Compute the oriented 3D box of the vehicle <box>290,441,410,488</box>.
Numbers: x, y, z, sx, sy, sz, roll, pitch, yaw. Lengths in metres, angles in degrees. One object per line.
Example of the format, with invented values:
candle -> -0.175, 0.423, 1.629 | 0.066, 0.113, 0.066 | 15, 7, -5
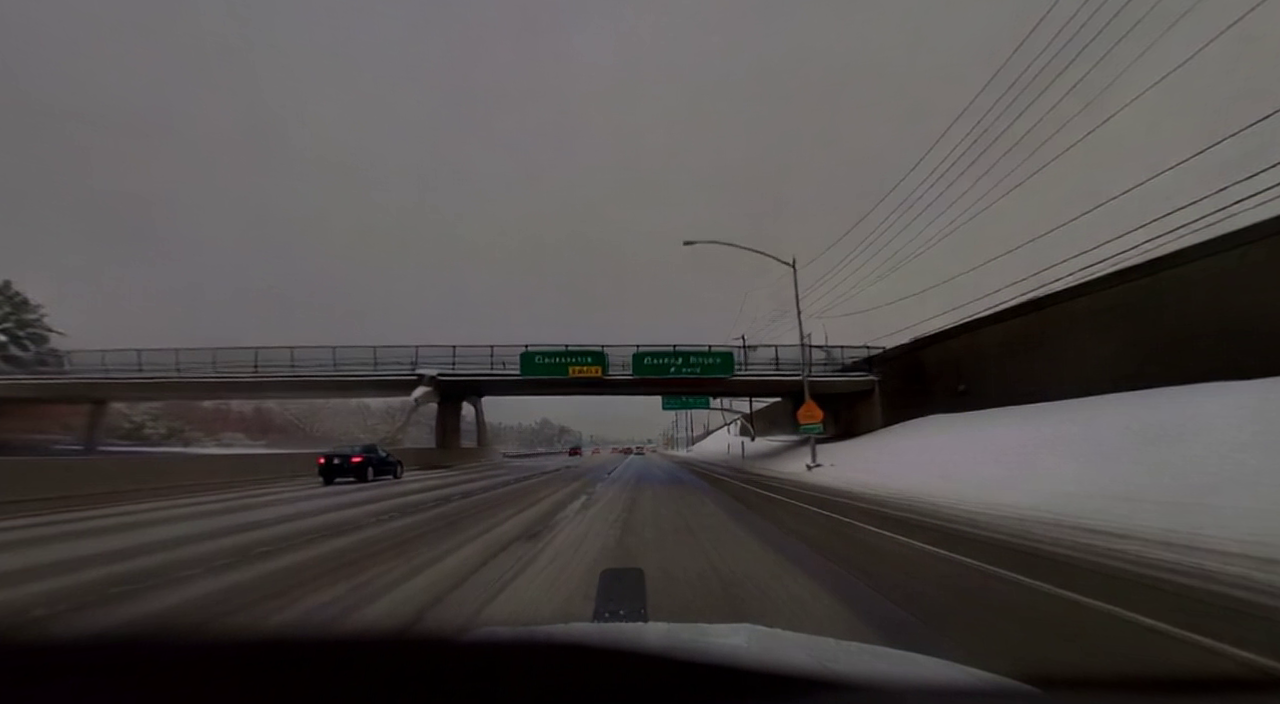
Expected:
vehicle -> -10.188, 3.964, 22.607 | 2.056, 1.476, 4.562 | 0, -8, 1
